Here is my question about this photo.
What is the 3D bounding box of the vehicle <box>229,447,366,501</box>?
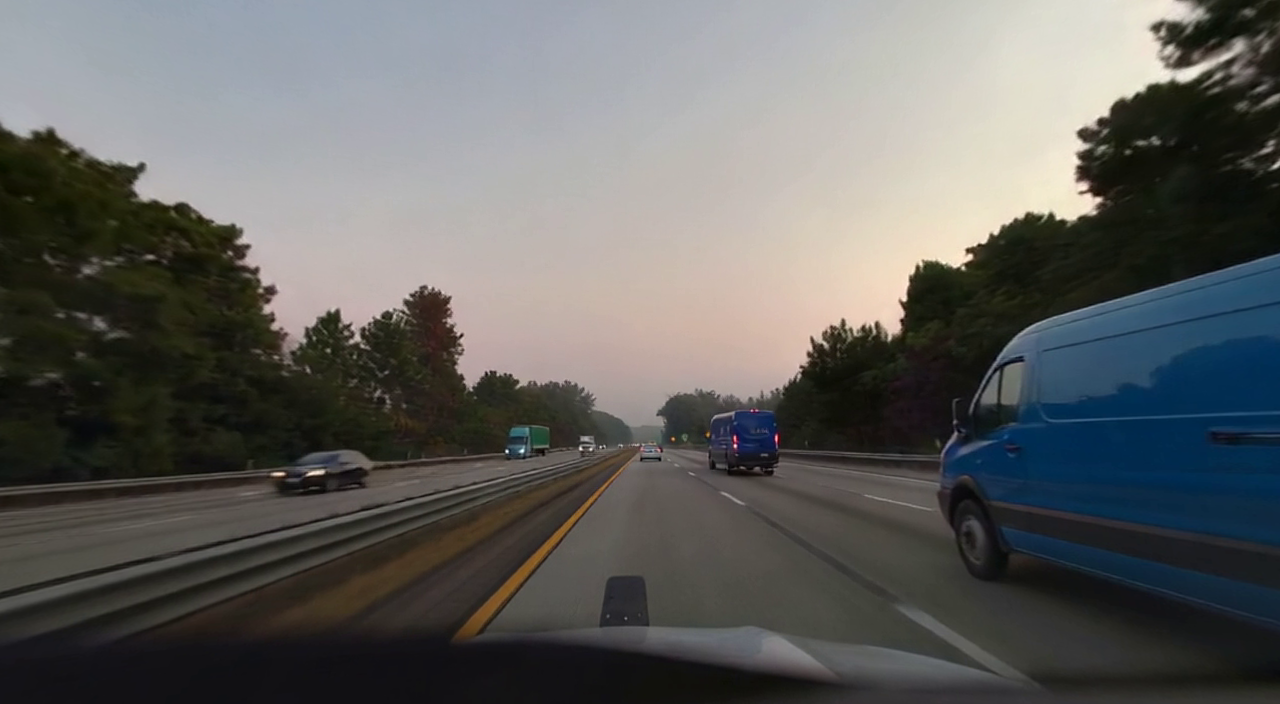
[{"bbox_3d":[-11.245,3.997,21.105,1.930,1.540,4.640,0,-8,1],"label":"vehicle"}]

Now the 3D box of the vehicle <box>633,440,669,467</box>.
[{"bbox_3d":[0.703,6.359,39.526,2.121,1.590,4.434,0,-8,1],"label":"vehicle"}]

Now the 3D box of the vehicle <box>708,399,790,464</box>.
[{"bbox_3d":[7.932,6.349,49.047,3.479,4.156,17.231,0,-8,1],"label":"vehicle"}]

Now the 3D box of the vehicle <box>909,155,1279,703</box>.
[{"bbox_3d":[4.175,0.485,3.271,2.393,2.679,7.059,0,-8,0],"label":"vehicle"}]
